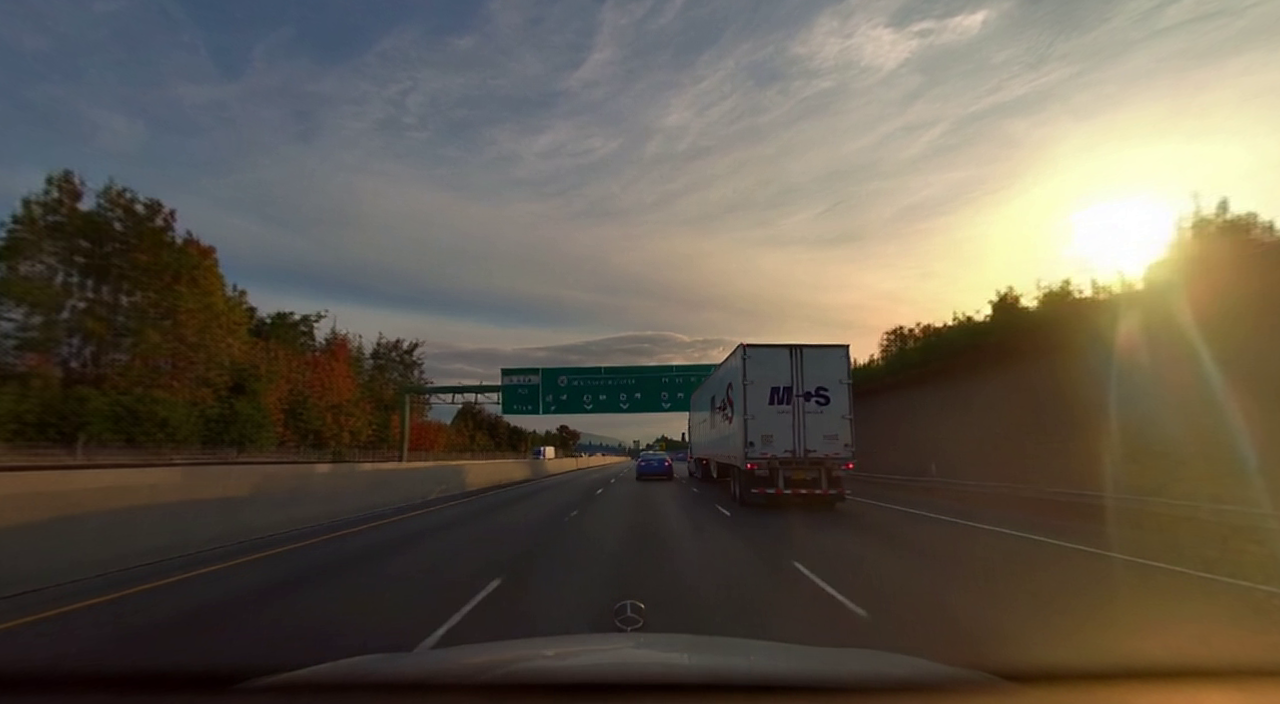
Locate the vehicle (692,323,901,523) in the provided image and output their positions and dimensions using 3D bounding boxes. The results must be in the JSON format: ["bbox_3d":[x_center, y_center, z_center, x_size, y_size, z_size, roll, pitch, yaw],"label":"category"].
[{"bbox_3d":[3.758,2.492,20.022,3.002,4.104,14.174,0,-9,0],"label":"vehicle"}]

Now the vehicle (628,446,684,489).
[{"bbox_3d":[0.598,4.722,26.045,2.121,1.642,3.828,0,-9,0],"label":"vehicle"}]
